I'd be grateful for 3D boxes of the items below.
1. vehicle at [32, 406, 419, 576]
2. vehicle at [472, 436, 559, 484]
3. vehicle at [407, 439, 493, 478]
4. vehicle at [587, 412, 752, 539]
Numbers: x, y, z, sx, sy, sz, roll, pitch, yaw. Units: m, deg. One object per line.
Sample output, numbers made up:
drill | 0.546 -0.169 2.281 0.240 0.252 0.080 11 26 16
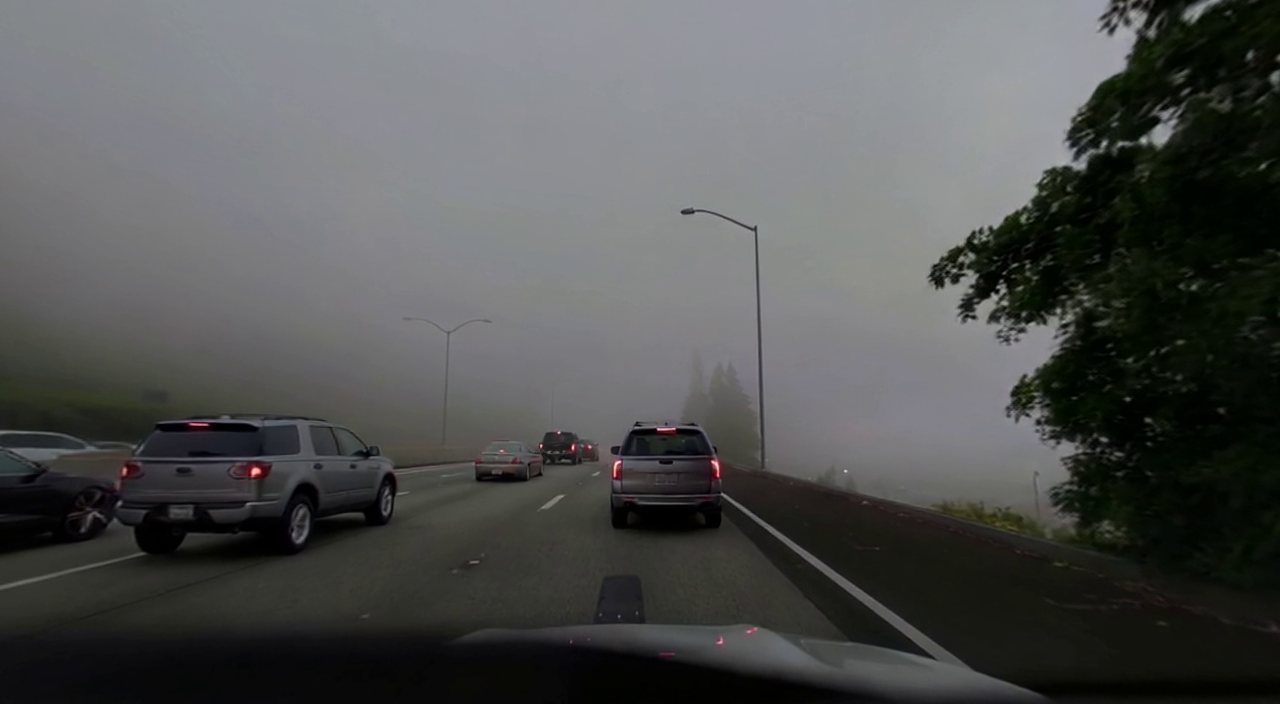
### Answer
vehicle | -4.989 1.727 8.611 2.076 1.688 4.334 -1 -9 5
vehicle | -4.146 3.675 21.745 1.868 1.470 4.105 -1 -9 4
vehicle | -7.745 4.366 26.205 1.925 1.454 4.270 -1 -9 5
vehicle | 0.469 2.025 10.912 2.235 1.716 4.435 -1 -9 2
